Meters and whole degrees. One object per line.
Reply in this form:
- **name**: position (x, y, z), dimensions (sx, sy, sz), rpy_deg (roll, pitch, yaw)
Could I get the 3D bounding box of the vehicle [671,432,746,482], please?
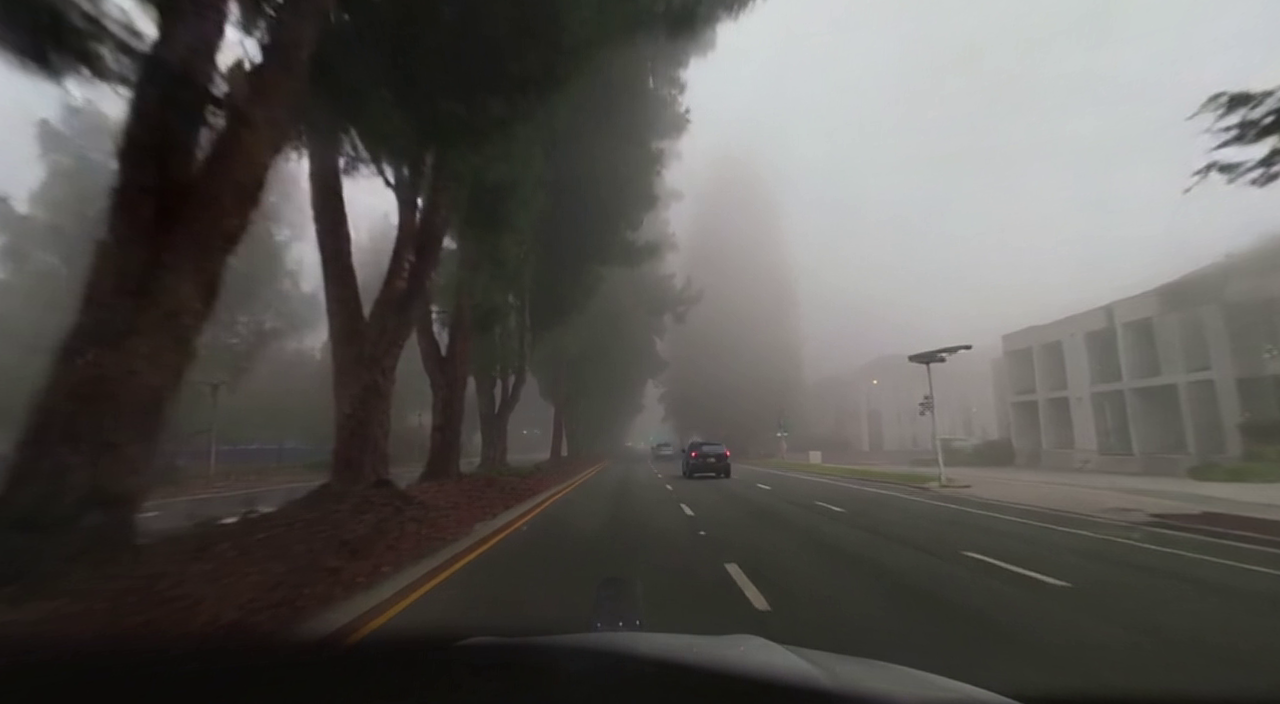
- **vehicle**: position (2.494, 3.987, 24.325), dimensions (2.240, 1.740, 4.605), rpy_deg (0, -8, -2)
